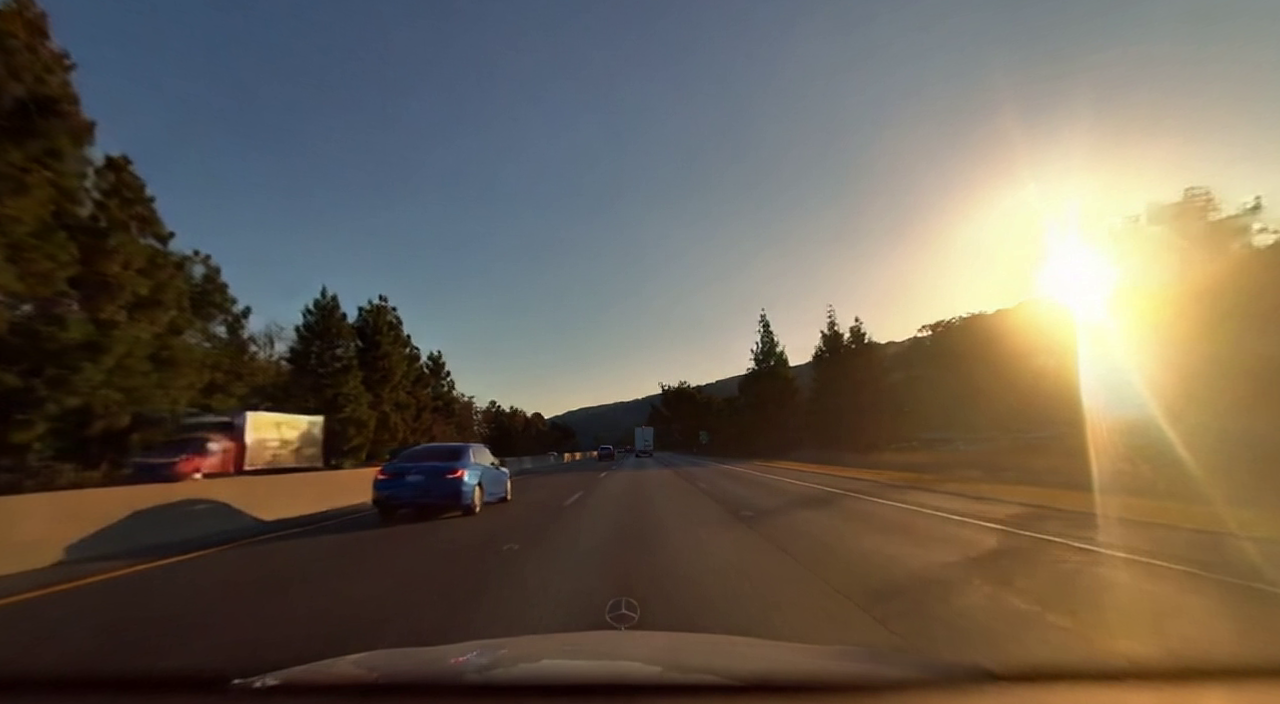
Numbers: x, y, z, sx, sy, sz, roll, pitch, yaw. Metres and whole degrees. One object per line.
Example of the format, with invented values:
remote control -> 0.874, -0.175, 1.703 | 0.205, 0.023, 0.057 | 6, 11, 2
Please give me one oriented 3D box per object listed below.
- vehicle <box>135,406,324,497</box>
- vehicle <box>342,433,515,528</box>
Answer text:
vehicle -> -16.727, 4.172, 26.599 | 2.848, 3.224, 7.360 | -1, -9, 1
vehicle -> -3.904, 2.428, 12.439 | 2.018, 1.548, 3.849 | -1, -9, 1
